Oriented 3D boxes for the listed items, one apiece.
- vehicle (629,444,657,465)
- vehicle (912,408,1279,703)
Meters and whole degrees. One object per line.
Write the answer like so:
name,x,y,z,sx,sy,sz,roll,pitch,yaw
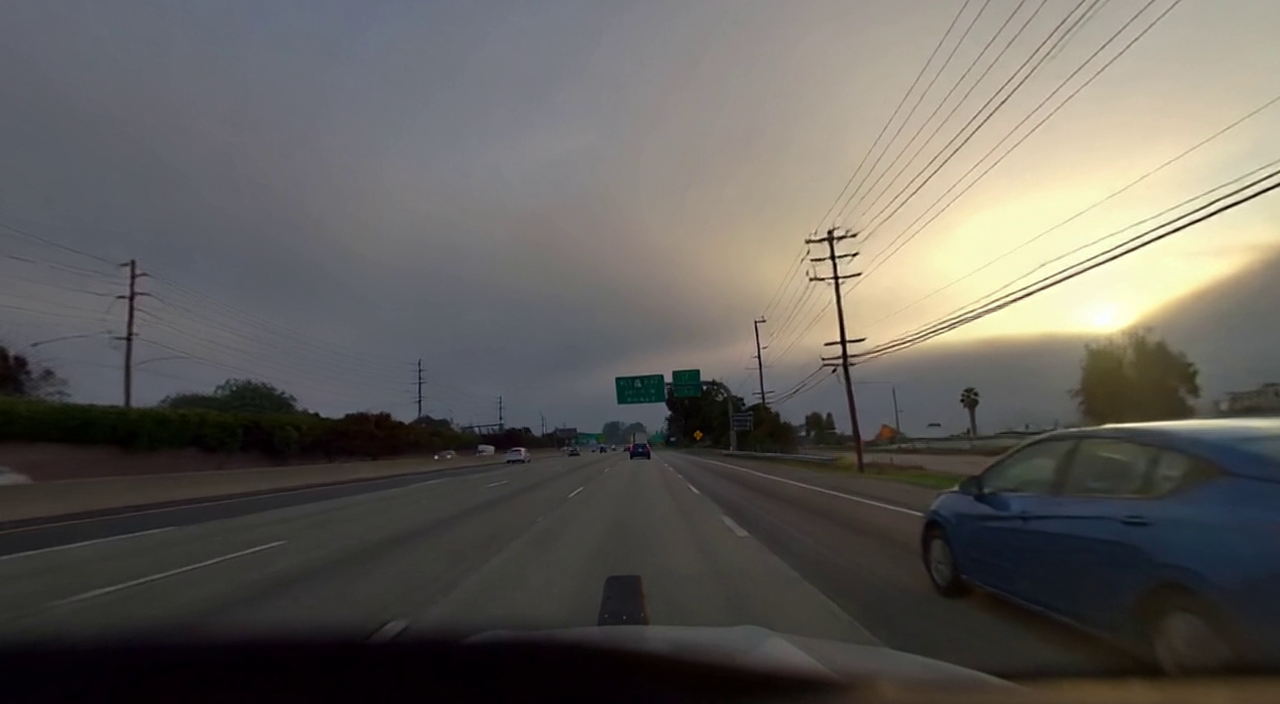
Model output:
vehicle,0.215,7.806,48.227,2.036,1.474,3.969,0,-8,0
vehicle,3.502,1.134,3.431,2.060,1.526,4.387,0,-8,0
